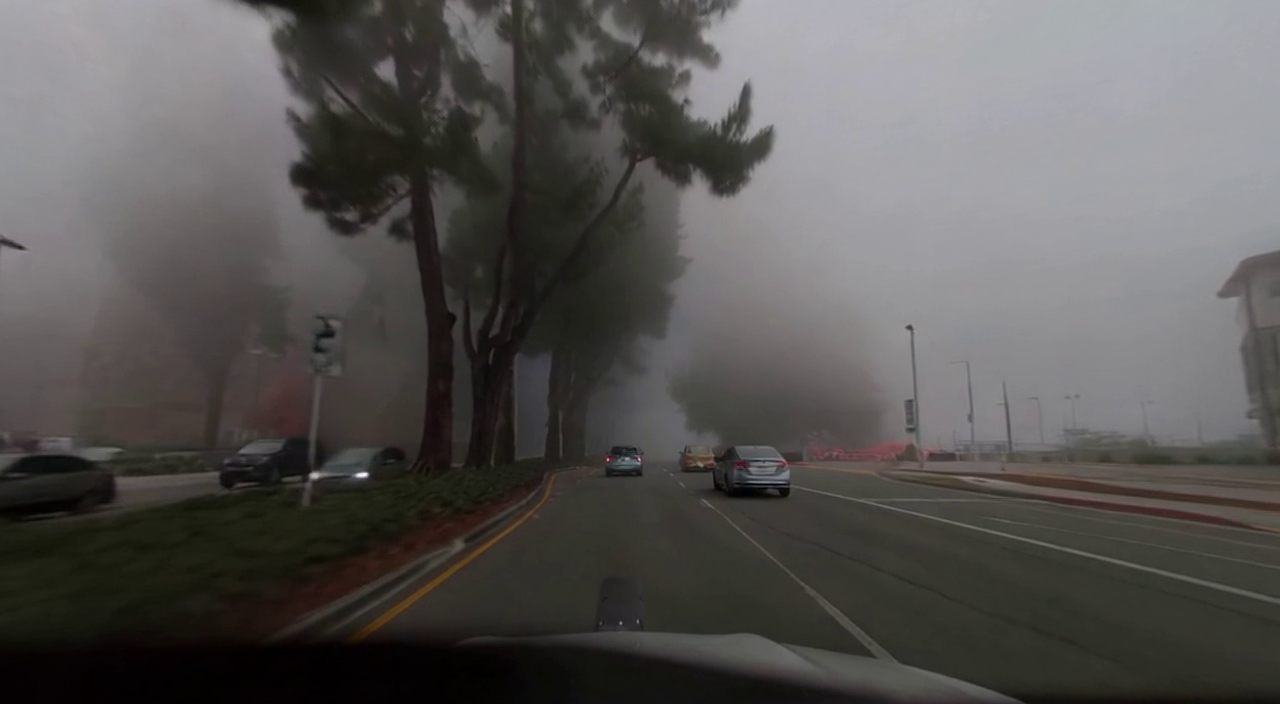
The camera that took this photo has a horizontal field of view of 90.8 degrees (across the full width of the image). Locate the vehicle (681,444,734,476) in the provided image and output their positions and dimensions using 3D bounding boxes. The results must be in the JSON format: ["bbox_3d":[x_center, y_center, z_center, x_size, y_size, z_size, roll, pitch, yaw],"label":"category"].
[{"bbox_3d":[3.306,5.374,31.730,2.098,1.456,4.372,0,-9,-1],"label":"vehicle"}]

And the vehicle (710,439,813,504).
[{"bbox_3d":[3.033,3.066,16.569,1.852,1.498,3.825,0,-9,-1],"label":"vehicle"}]

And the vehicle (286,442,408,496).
[{"bbox_3d":[-8.963,3.595,19.781,1.849,1.506,4.060,0,-9,0],"label":"vehicle"}]

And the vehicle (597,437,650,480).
[{"bbox_3d":[-0.669,4.512,26.918,2.101,1.694,3.979,0,-9,0],"label":"vehicle"}]

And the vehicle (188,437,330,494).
[{"bbox_3d":[-12.624,3.754,21.363,2.002,1.686,4.477,-1,-8,0],"label":"vehicle"}]

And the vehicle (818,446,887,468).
[{"bbox_3d":[16.463,8.101,48.993,4.517,1.491,2.056,-1,-9,-7],"label":"vehicle"}]

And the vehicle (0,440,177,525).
[{"bbox_3d":[-12.296,2.595,13.070,2.048,1.470,4.514,-1,-8,-1],"label":"vehicle"}]
